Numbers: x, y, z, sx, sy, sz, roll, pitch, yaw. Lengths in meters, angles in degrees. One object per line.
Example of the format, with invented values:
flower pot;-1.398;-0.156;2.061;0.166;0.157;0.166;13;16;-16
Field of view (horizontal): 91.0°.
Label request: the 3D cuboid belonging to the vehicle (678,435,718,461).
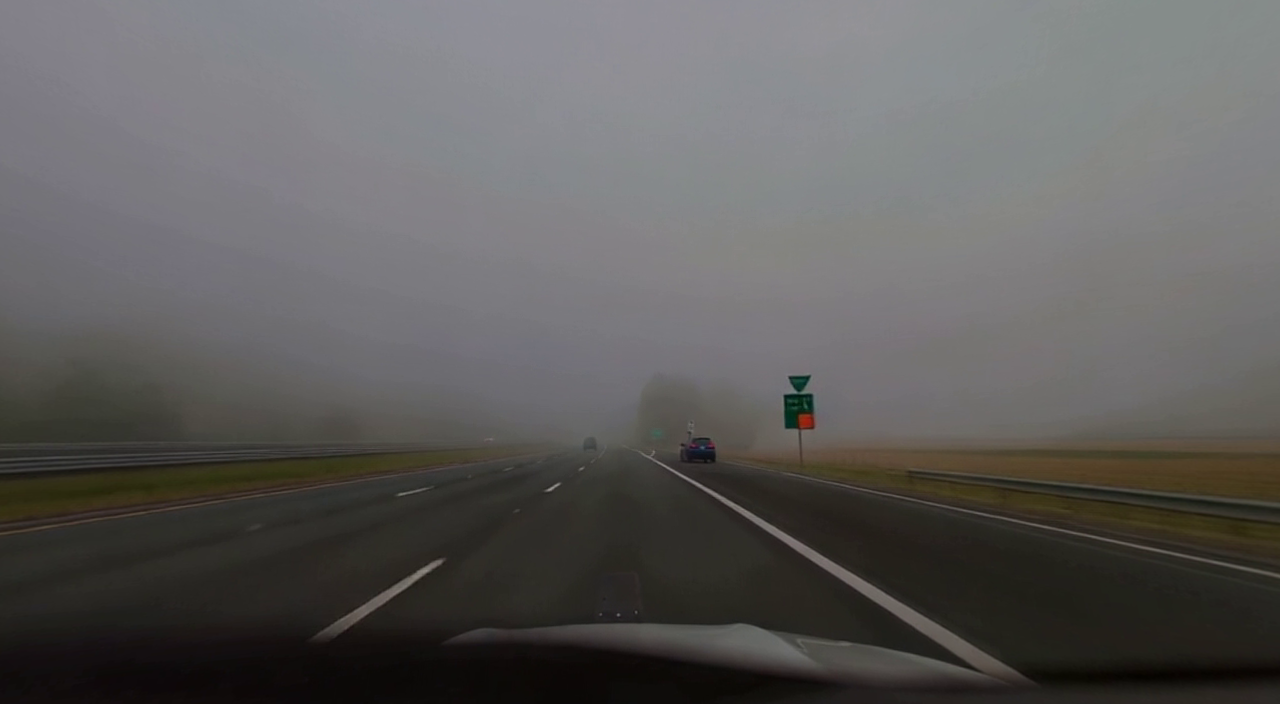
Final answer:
vehicle;3.788;6.351;41.953;2.084;1.614;4.762;0;-8;-1
